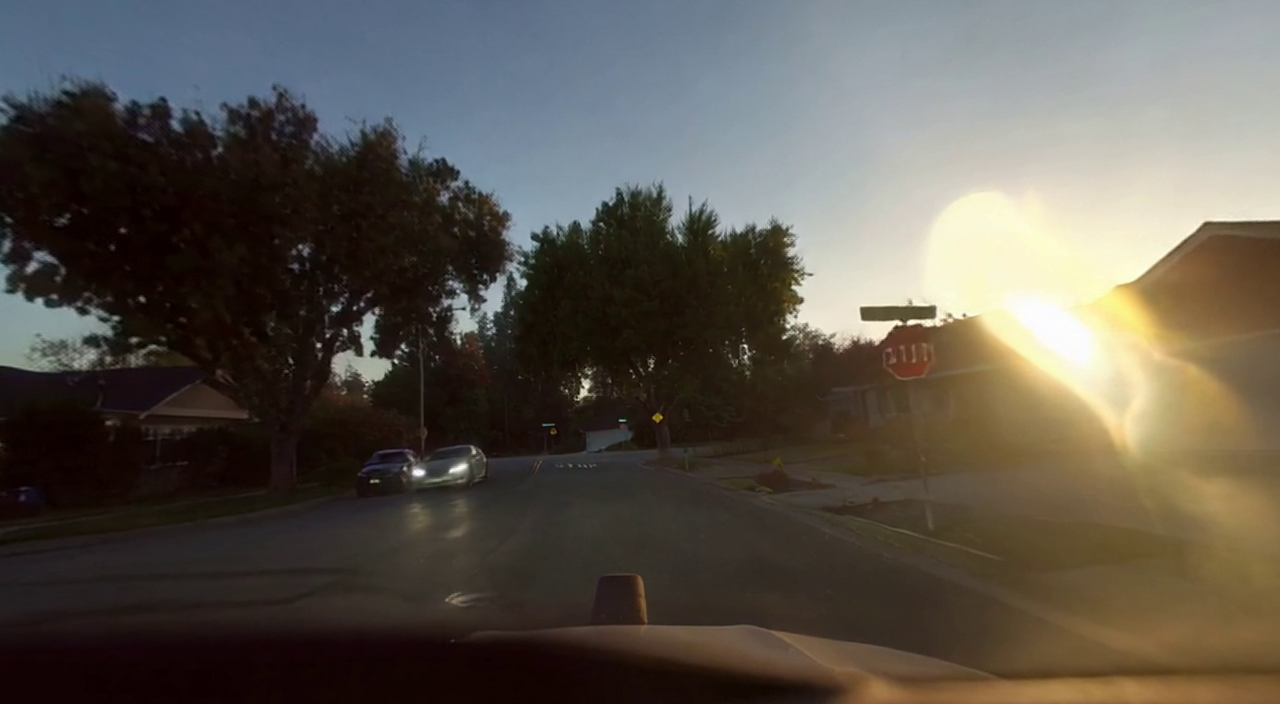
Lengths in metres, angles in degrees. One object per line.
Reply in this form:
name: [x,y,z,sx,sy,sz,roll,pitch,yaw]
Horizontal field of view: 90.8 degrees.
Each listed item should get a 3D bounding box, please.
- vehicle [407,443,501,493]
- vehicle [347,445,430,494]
vehicle: [-6.348,3.989,22.191,2.146,1.506,4.885,0,-8,-4]
vehicle: [-9.432,4.387,24.076,1.994,1.656,4.334,1,-9,-10]
